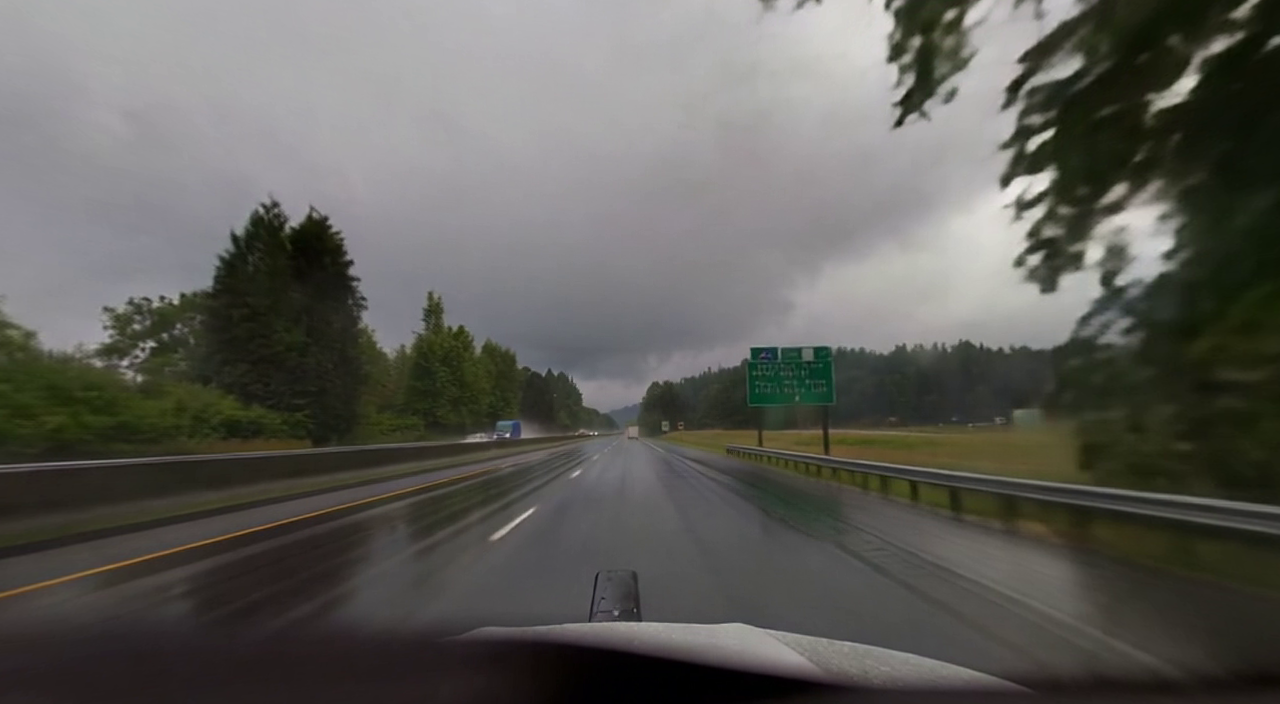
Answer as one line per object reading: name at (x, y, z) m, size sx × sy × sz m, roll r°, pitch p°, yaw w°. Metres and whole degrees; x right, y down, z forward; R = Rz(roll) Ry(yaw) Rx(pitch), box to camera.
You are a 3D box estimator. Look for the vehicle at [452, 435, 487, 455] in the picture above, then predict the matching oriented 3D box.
vehicle at (-12.828, 6.968, 47.477) m, size 1.671 × 1.412 × 3.718 m, roll 1°, pitch -8°, yaw -1°
